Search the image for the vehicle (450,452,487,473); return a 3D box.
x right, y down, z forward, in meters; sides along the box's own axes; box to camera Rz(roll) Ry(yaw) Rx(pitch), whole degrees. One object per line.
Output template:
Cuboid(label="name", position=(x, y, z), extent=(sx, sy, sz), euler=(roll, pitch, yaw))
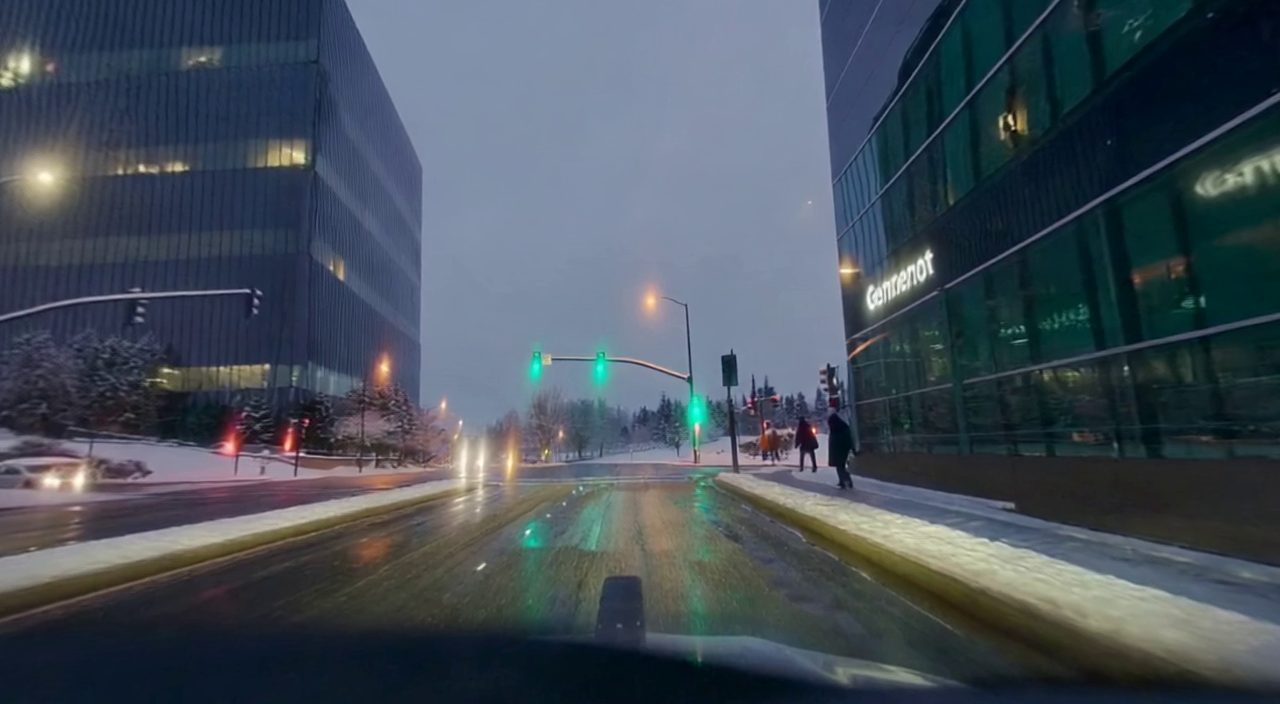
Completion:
Cuboid(label="vehicle", position=(-12.893, 8.333, 47.641), extent=(1.906, 1.502, 4.396), euler=(1, -9, -5))

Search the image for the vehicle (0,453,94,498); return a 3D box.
Cuboid(label="vehicle", position=(-29.574, 5.910, 30.224), extent=(4.868, 1.866, 2.170), euler=(-2, -6, 4))
